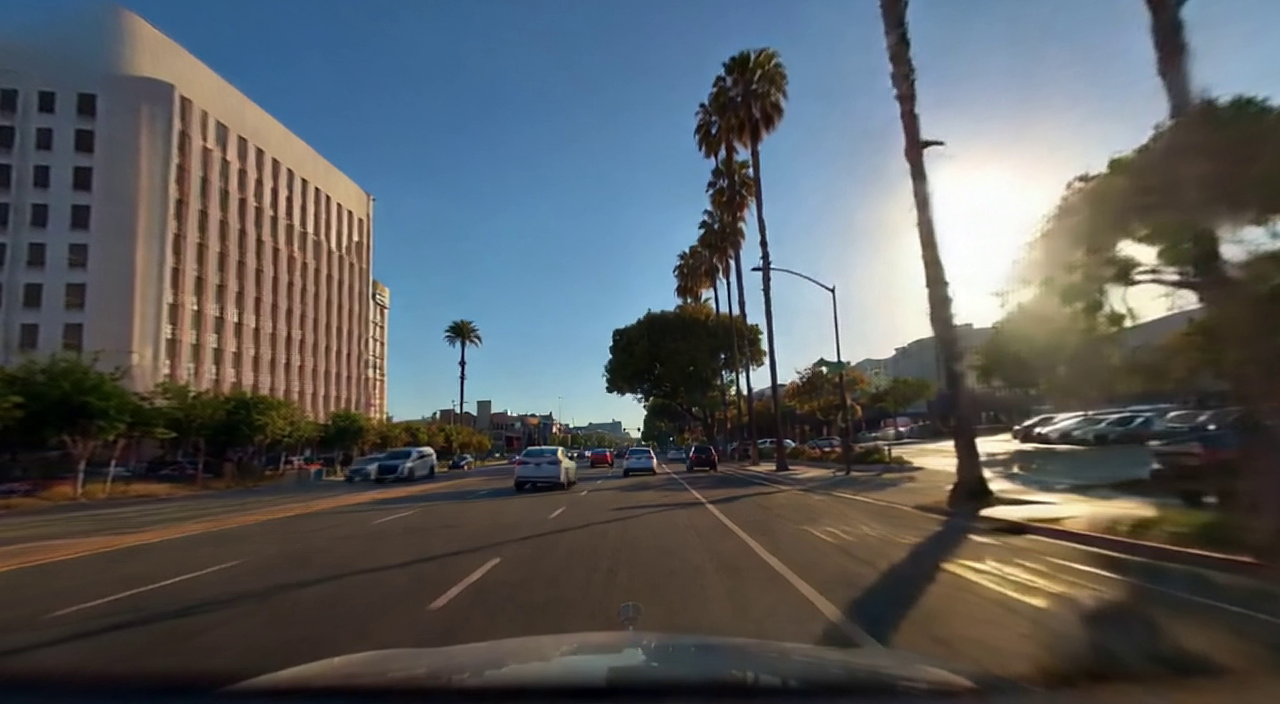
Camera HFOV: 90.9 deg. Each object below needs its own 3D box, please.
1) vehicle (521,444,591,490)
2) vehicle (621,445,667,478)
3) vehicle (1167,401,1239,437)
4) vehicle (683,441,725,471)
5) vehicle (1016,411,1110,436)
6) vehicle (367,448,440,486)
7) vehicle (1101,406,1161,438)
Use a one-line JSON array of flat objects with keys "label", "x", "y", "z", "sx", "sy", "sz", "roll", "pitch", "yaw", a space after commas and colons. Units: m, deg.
[{"label": "vehicle", "x": -3.006, "y": 4.235, "z": 23.593, "sx": 1.908, "sy": 1.505, "sz": 4.369, "roll": -1, "pitch": -9, "yaw": 2}, {"label": "vehicle", "x": 0.198, "y": 5.411, "z": 31.360, "sx": 2.147, "sy": 1.507, "sz": 3.953, "roll": 0, "pitch": -8, "yaw": 0}, {"label": "vehicle", "x": 27.577, "y": 3.366, "z": 31.001, "sx": 1.781, "sy": 1.592, "sz": 3.879, "roll": -5, "pitch": -10, "yaw": 30}, {"label": "vehicle", "x": 4.018, "y": 6.603, "z": 40.175, "sx": 2.108, "sy": 1.785, "sz": 4.334, "roll": 0, "pitch": -8, "yaw": -1}, {"label": "vehicle", "x": 27.791, "y": 4.772, "z": 41.569, "sx": 1.663, "sy": 1.499, "sz": 4.774, "roll": 5, "pitch": -10, "yaw": -31}, {"label": "vehicle", "x": -11.521, "y": 5.596, "z": 31.064, "sx": 1.886, "sy": 1.706, "sz": 4.209, "roll": -1, "pitch": -9, "yaw": 1}, {"label": "vehicle", "x": 24.341, "y": 3.551, "z": 31.373, "sx": 1.815, "sy": 1.441, "sz": 3.985, "roll": -6, "pitch": -10, "yaw": 31}]
